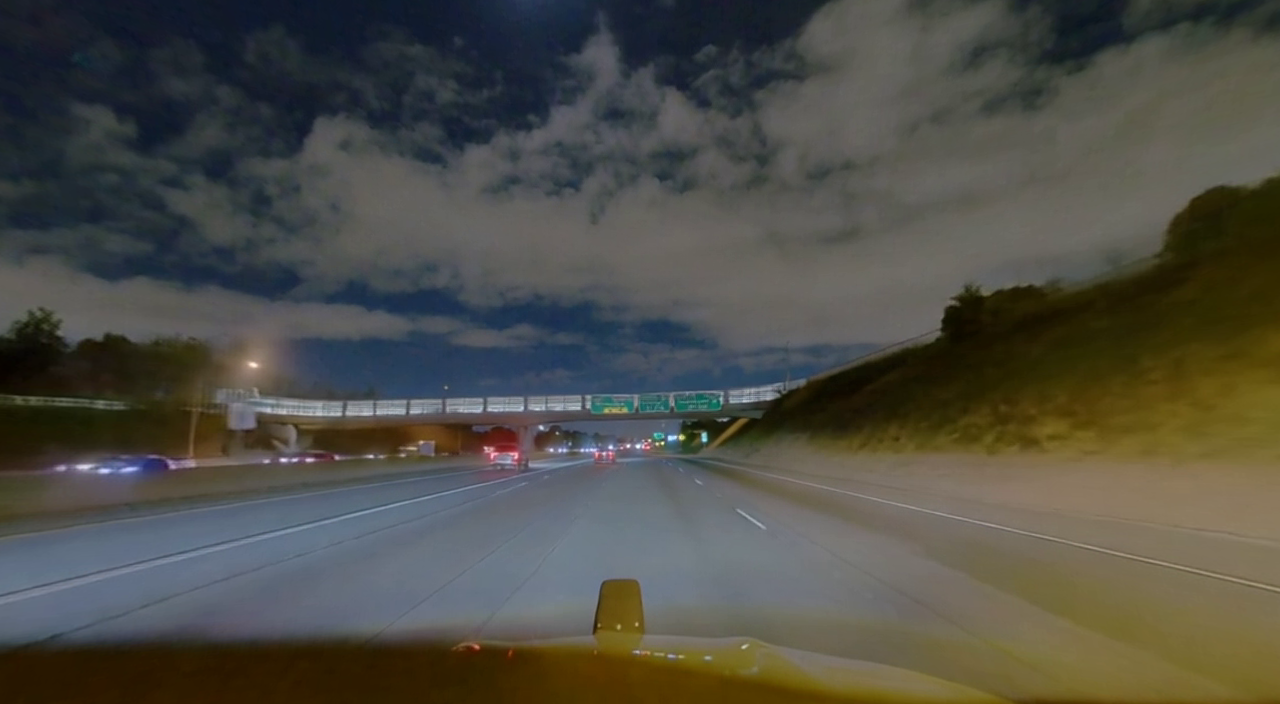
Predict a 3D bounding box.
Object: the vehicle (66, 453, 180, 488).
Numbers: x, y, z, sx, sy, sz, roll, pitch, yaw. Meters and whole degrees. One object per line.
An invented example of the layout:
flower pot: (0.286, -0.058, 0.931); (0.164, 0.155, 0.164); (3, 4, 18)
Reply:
vehicle: (-26.954, 6.155, 33.091); (2.001, 1.610, 4.667); (0, -9, 0)

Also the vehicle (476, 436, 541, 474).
vehicle: (-7.272, 5.749, 35.422); (2.341, 1.959, 5.684); (0, -9, 1)

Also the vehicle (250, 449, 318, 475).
vehicle: (-26.485, 8.170, 47.029); (2.081, 1.748, 5.102); (0, -9, 0)

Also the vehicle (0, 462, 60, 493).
vehicle: (-34.369, 6.749, 33.868); (1.827, 1.514, 4.681); (0, -9, 0)
